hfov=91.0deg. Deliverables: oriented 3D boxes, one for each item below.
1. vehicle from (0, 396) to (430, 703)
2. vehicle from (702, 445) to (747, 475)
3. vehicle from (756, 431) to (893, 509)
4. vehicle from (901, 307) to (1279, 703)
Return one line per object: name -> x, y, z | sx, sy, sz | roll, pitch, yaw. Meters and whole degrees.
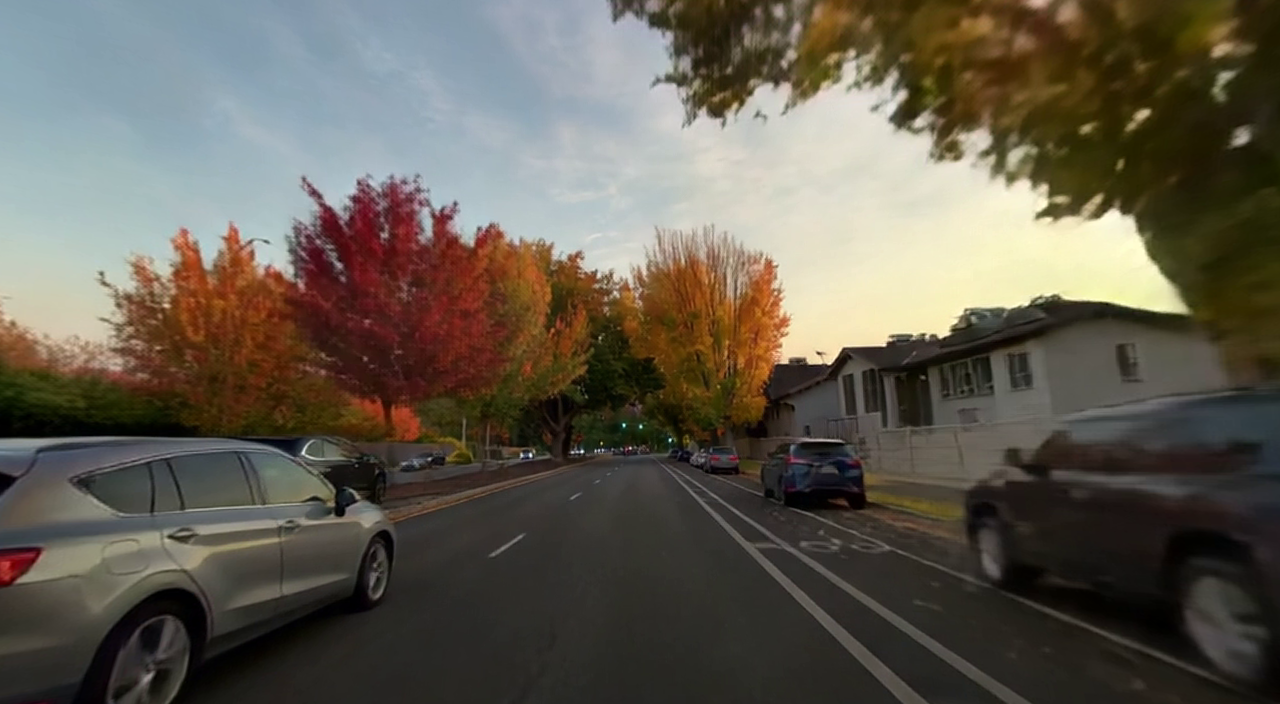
vehicle -> -3.204, 1.217, 4.177 | 1.982, 1.478, 4.465 | 0, -9, 1
vehicle -> 4.937, 6.383, 37.341 | 2.014, 1.700, 4.369 | 0, -9, -1
vehicle -> 4.820, 3.216, 17.552 | 2.164, 1.793, 5.671 | 0, -9, 1
vehicle -> 4.572, 1.084, 4.875 | 2.374, 2.104, 6.508 | 0, -9, 1
